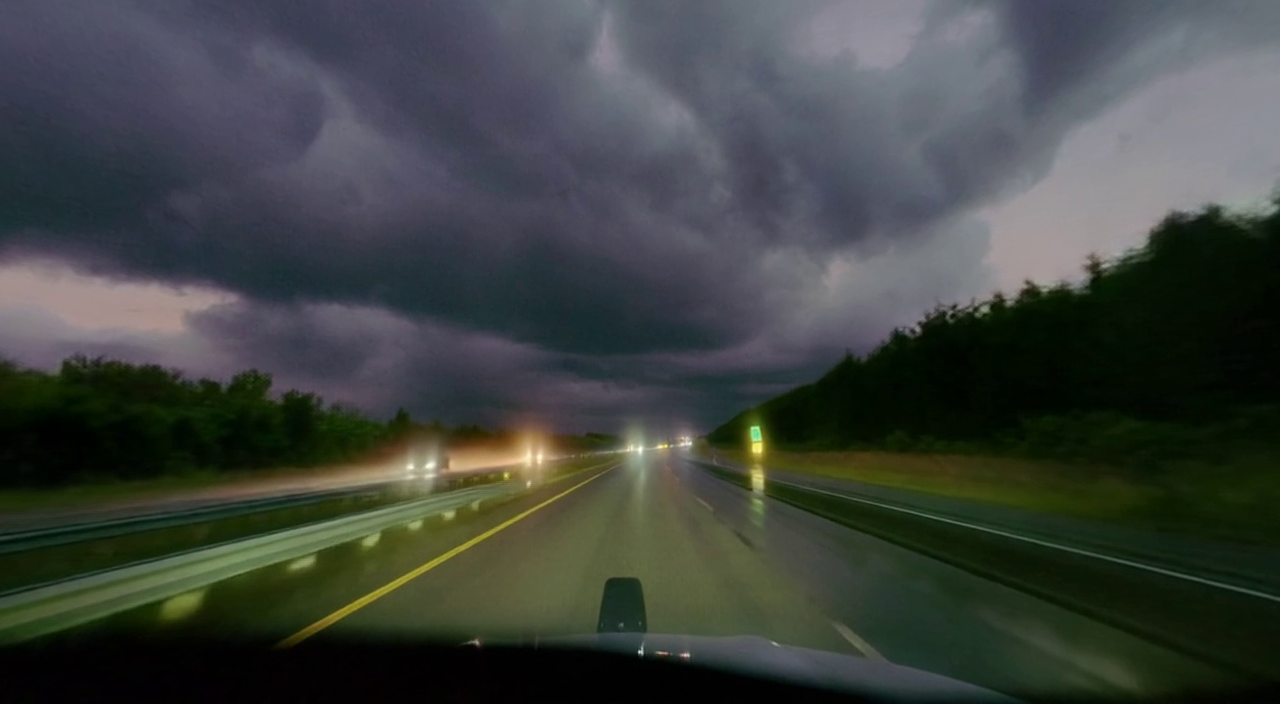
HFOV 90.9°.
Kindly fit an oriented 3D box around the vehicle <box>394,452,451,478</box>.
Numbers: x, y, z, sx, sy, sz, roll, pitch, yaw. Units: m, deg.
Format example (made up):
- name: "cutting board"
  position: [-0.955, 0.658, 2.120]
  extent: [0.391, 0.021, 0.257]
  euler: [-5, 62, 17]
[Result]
- name: "vehicle"
  position: [-12.974, 6.757, 37.876]
  extent: [1.793, 1.463, 4.126]
  euler: [0, -9, 2]
